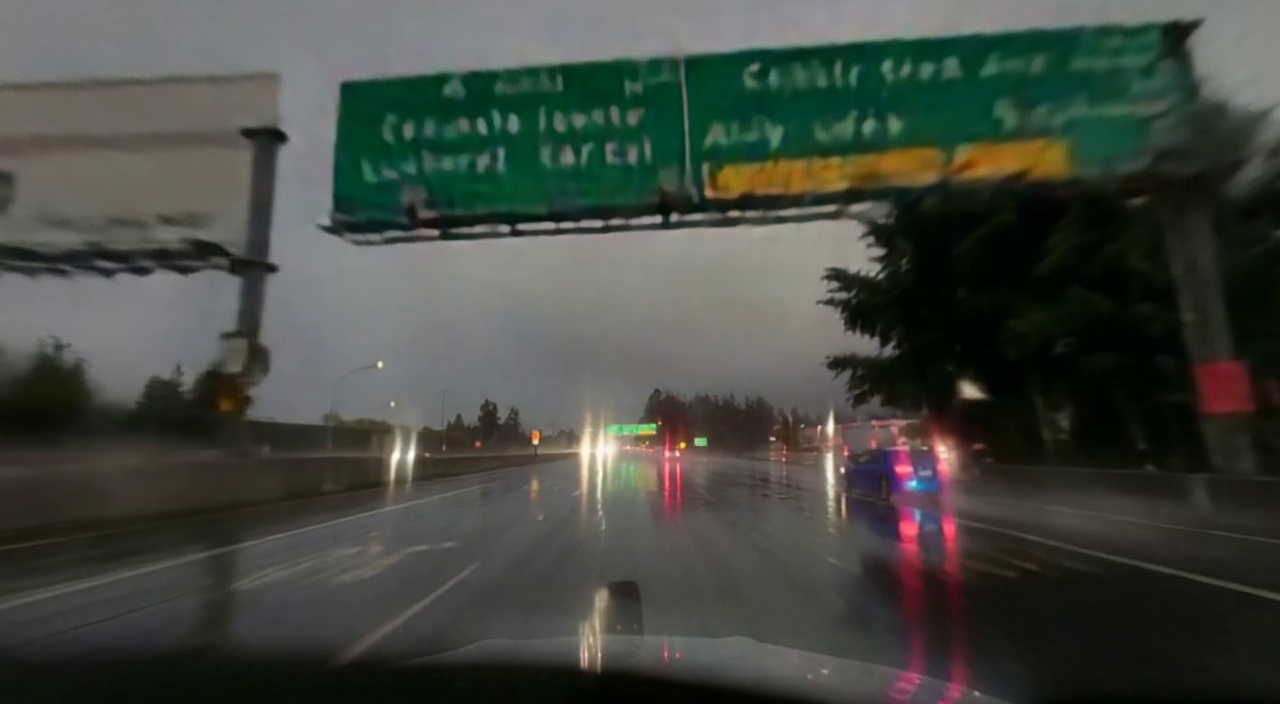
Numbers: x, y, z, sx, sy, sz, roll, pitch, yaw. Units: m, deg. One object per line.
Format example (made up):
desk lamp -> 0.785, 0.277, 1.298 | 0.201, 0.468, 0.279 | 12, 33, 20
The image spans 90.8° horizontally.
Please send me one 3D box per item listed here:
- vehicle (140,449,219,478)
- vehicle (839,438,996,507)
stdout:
vehicle -> -26.480, 6.387, 36.454 | 1.706, 1.468, 3.746 | 0, -8, 0
vehicle -> 6.914, 2.999, 16.382 | 1.958, 1.498, 4.447 | 1, -8, -1
